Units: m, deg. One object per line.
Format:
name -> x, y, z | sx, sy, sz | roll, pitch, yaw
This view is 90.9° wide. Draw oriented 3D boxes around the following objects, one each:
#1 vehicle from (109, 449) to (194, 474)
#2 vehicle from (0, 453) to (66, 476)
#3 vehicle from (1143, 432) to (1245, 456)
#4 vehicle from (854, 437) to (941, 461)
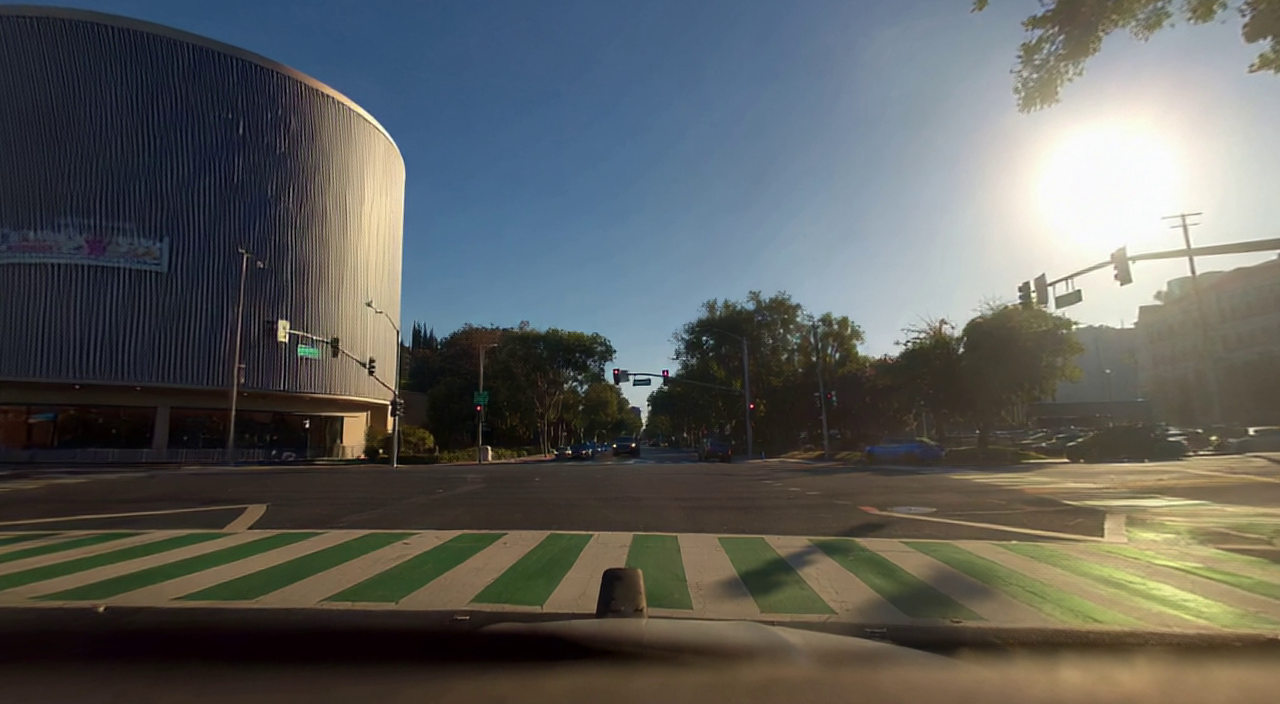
vehicle -> -33.073, 7.403, 42.744 | 4.136, 1.661, 1.857 | 0, -8, 1
vehicle -> -41.670, 7.637, 42.756 | 3.698, 1.467, 1.779 | 0, -8, 1
vehicle -> 36.156, 6.018, 41.193 | 4.767, 1.456, 1.858 | -1, -8, 3
vehicle -> 15.778, 5.974, 38.872 | 4.529, 1.457, 1.981 | -1, -9, 6
